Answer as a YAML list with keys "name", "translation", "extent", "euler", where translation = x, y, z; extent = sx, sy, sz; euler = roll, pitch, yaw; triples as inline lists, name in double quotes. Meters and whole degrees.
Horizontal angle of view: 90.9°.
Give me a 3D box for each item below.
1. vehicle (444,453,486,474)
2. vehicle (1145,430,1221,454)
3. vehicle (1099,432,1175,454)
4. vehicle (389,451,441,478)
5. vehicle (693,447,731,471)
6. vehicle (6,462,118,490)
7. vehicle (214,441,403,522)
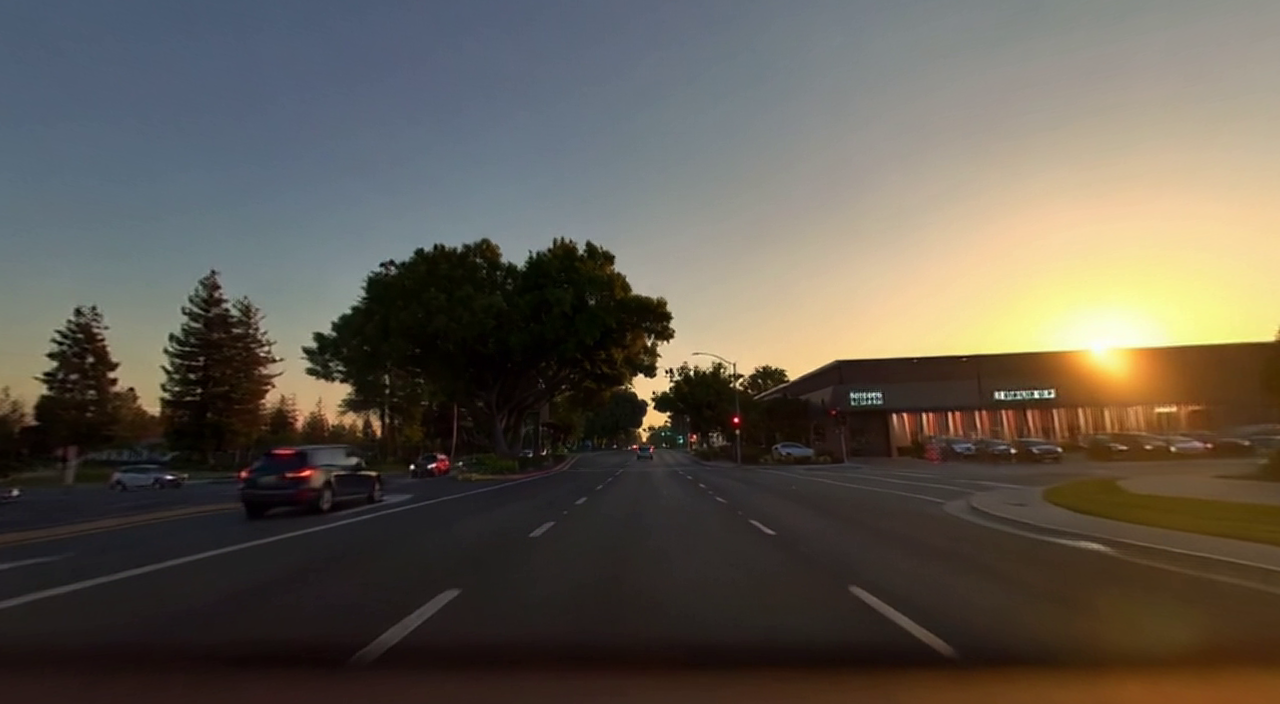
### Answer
- name: "vehicle"
  translation: [-13.257, 8.494, 48.103]
  extent: [1.847, 1.424, 4.521]
  euler: [0, -9, 1]
- name: "vehicle"
  translation: [36.180, 6.034, 42.108]
  extent: [1.815, 1.461, 3.911]
  euler: [-1, -9, 5]
- name: "vehicle"
  translation: [33.784, 6.230, 42.992]
  extent: [1.753, 1.399, 4.538]
  euler: [-1, -9, 5]
- name: "vehicle"
  translation: [-16.744, 8.340, 47.189]
  extent: [2.072, 1.862, 4.948]
  euler: [0, -9, 0]
- name: "vehicle"
  translation: [4.614, 6.928, 41.133]
  extent: [1.913, 1.463, 4.198]
  euler: [0, -9, -1]
- name: "vehicle"
  translation: [-34.058, 7.289, 37.223]
  extent: [4.520, 1.524, 2.075]
  euler: [0, -9, 1]
- name: "vehicle"
  translation: [-7.857, 3.073, 15.682]
  extent: [2.231, 1.650, 5.052]
  euler: [0, -9, -4]
